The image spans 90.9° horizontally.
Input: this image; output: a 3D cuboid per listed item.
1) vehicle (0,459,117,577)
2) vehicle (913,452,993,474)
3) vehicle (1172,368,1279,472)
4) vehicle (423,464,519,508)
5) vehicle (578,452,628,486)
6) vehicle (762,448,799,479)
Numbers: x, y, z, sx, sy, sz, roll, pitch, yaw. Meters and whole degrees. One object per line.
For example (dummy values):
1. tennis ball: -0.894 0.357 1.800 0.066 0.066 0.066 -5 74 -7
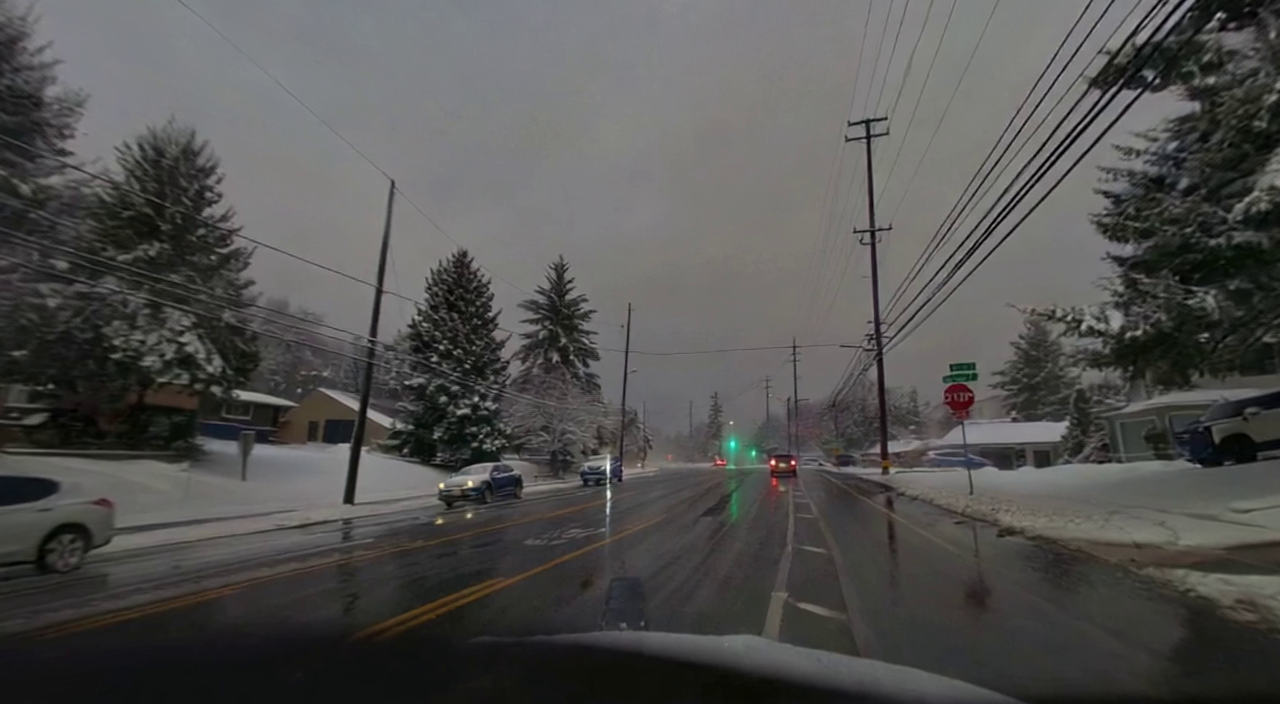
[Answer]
1. vehicle: -10.524 2.388 8.788 1.966 1.665 4.549 -2 -9 14
2. vehicle: 22.221 7.886 44.895 4.648 1.511 1.919 -2 -9 11
3. vehicle: 17.313 1.859 16.991 1.926 2.031 5.177 0 -18 9
4. vehicle: -6.721 5.381 25.671 1.965 1.455 4.472 -2 -9 11
5. vehicle: -2.429 7.819 42.452 1.998 2.047 5.167 -2 -9 12
6. vehicle: 9.321 7.319 41.733 2.284 1.741 4.702 0 -7 13
